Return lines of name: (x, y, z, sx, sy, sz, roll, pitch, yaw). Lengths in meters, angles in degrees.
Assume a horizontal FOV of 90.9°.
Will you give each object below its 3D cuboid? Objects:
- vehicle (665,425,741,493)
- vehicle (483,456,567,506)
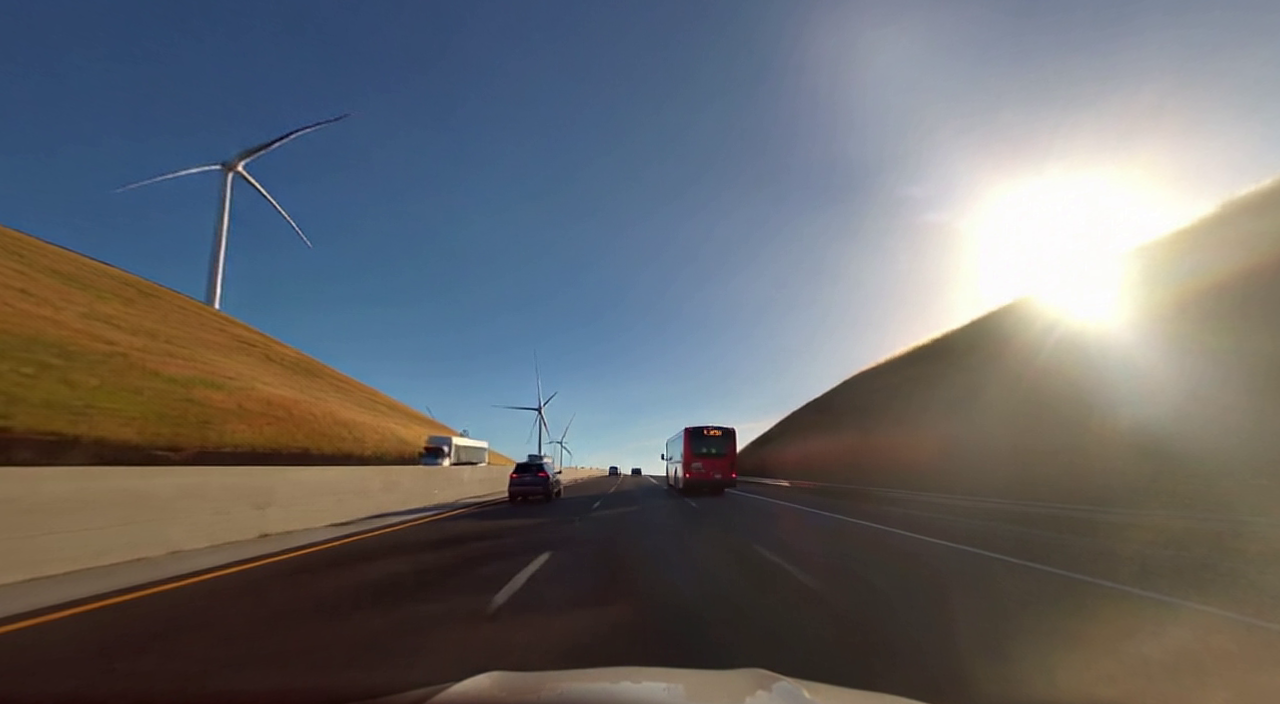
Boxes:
vehicle: (3.609, 6.979, 40.654, 2.941, 3.574, 14.463, 1, -10, -2)
vehicle: (-3.971, 4.585, 22.598, 2.213, 1.568, 4.274, 1, -10, 0)
